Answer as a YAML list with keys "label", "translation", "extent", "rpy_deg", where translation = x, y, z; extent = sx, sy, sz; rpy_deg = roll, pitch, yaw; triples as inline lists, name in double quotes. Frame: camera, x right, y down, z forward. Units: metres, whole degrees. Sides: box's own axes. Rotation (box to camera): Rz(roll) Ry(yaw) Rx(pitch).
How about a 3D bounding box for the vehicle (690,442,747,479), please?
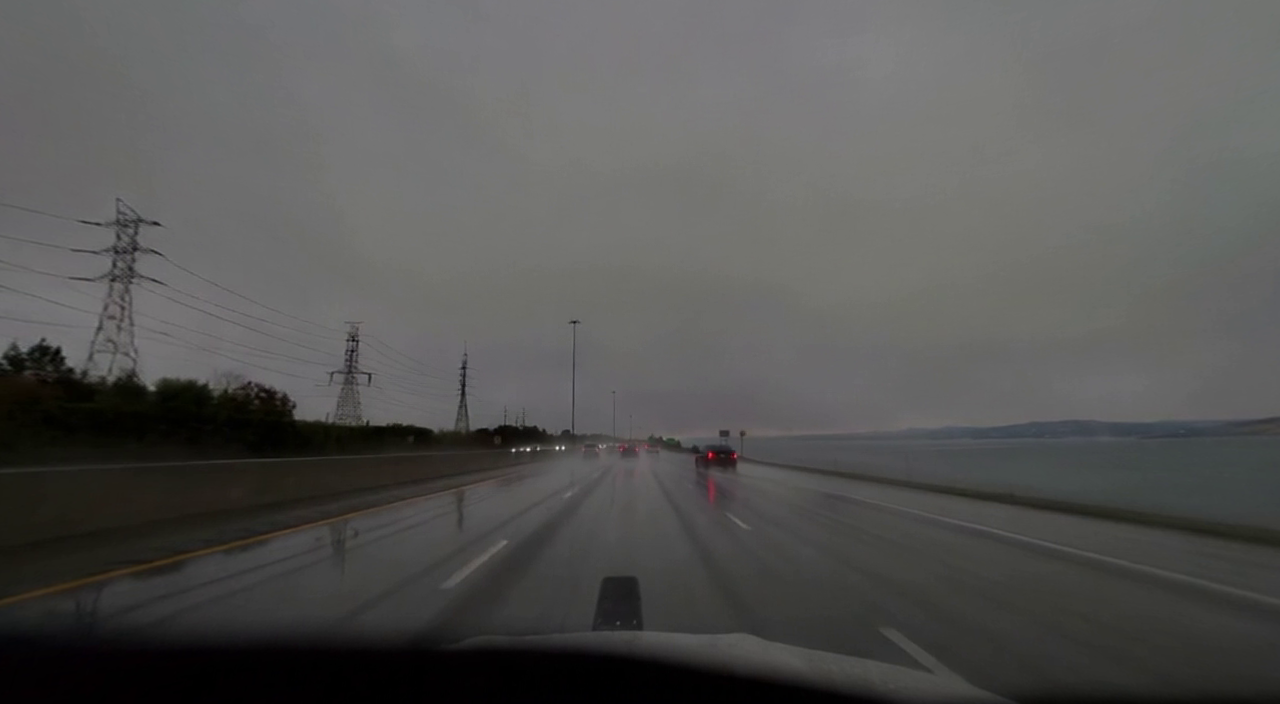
- label: "vehicle"
  translation: [3.423, 4.807, 28.323]
  extent: [1.890, 1.490, 4.373]
  rpy_deg: [0, -8, -1]
